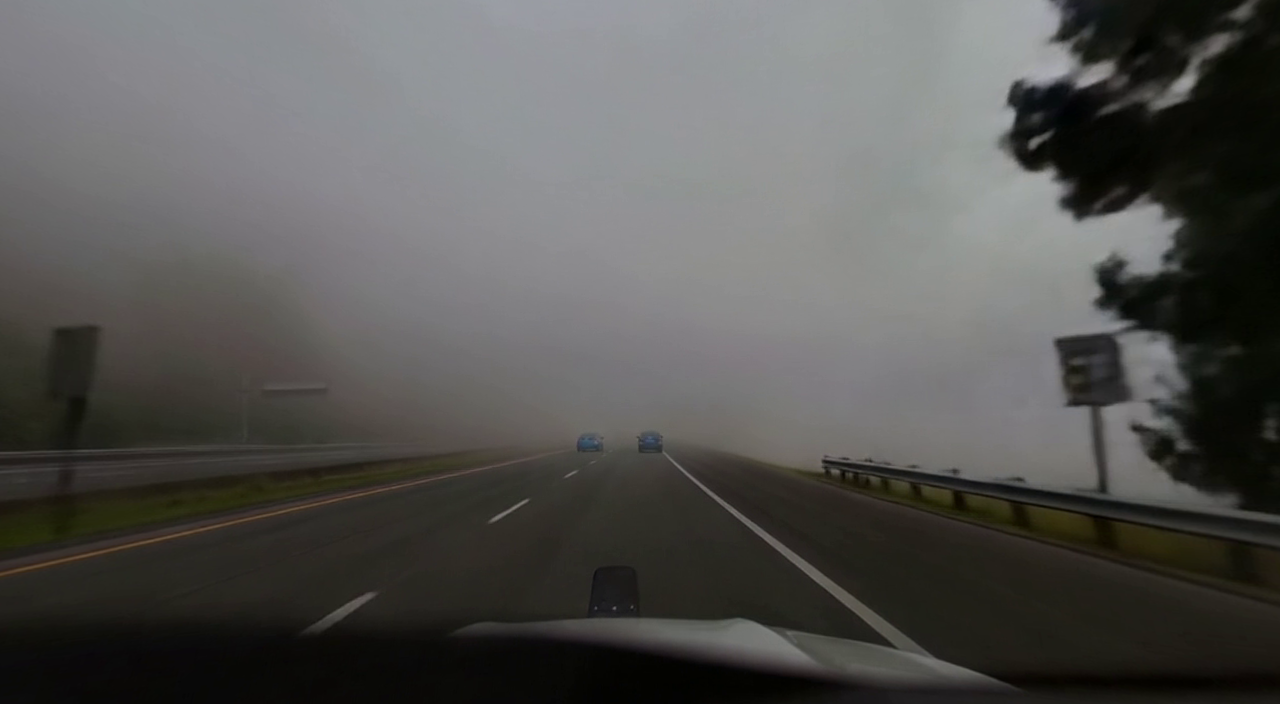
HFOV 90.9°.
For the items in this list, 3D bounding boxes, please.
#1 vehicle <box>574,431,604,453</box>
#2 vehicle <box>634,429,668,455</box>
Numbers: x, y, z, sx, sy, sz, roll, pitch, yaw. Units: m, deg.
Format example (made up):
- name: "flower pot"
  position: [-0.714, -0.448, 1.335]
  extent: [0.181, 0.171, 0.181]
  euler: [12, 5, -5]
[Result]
- name: "vehicle"
  position: [-3.770, 6.759, 47.374]
  extent: [1.950, 1.518, 3.941]
  euler: [0, -8, 0]
- name: "vehicle"
  position: [0.667, 5.817, 40.884]
  extent: [2.041, 1.618, 3.898]
  euler: [0, -8, 0]
